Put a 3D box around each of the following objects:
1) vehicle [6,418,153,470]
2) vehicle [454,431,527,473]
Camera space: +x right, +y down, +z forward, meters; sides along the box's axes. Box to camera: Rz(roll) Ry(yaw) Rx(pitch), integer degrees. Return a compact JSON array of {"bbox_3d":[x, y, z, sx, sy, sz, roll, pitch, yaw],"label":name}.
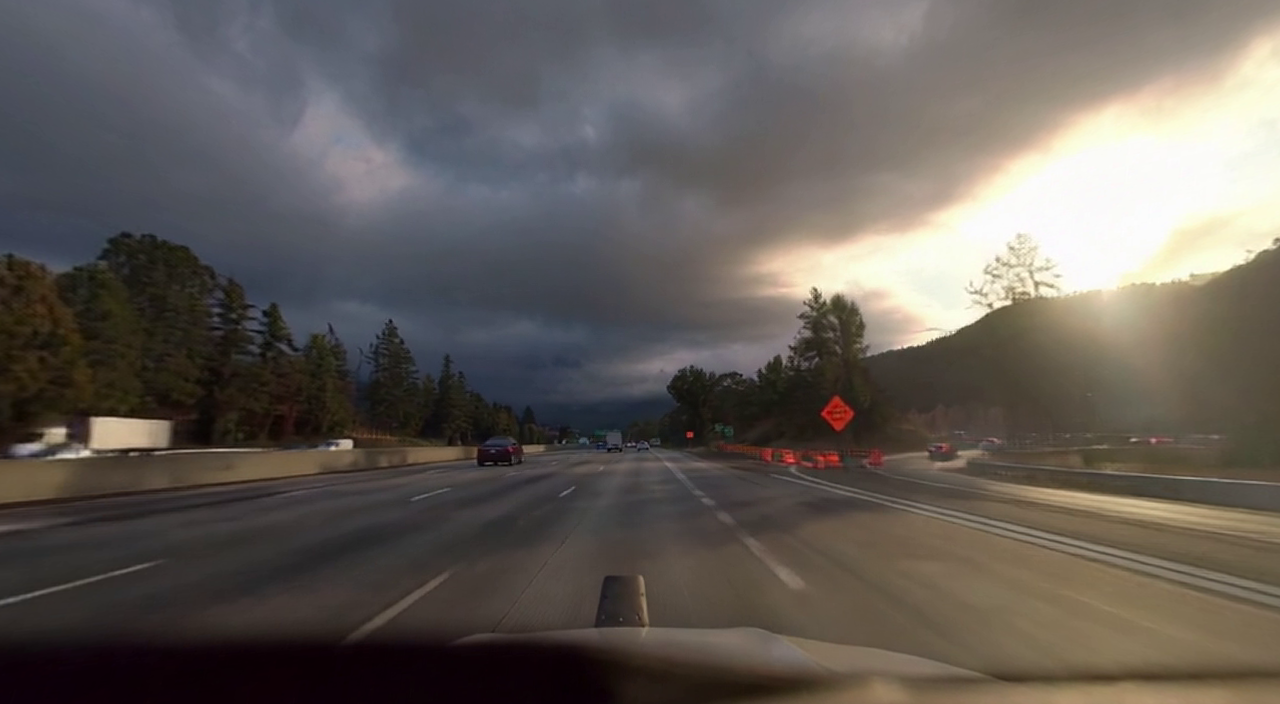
[{"bbox_3d":[-25.805,4.258,29.282,2.351,2.192,4.592,0,-8,3],"label":"vehicle"},{"bbox_3d":[-6.851,4.636,29.487,2.103,1.775,4.966,0,-8,1],"label":"vehicle"}]
